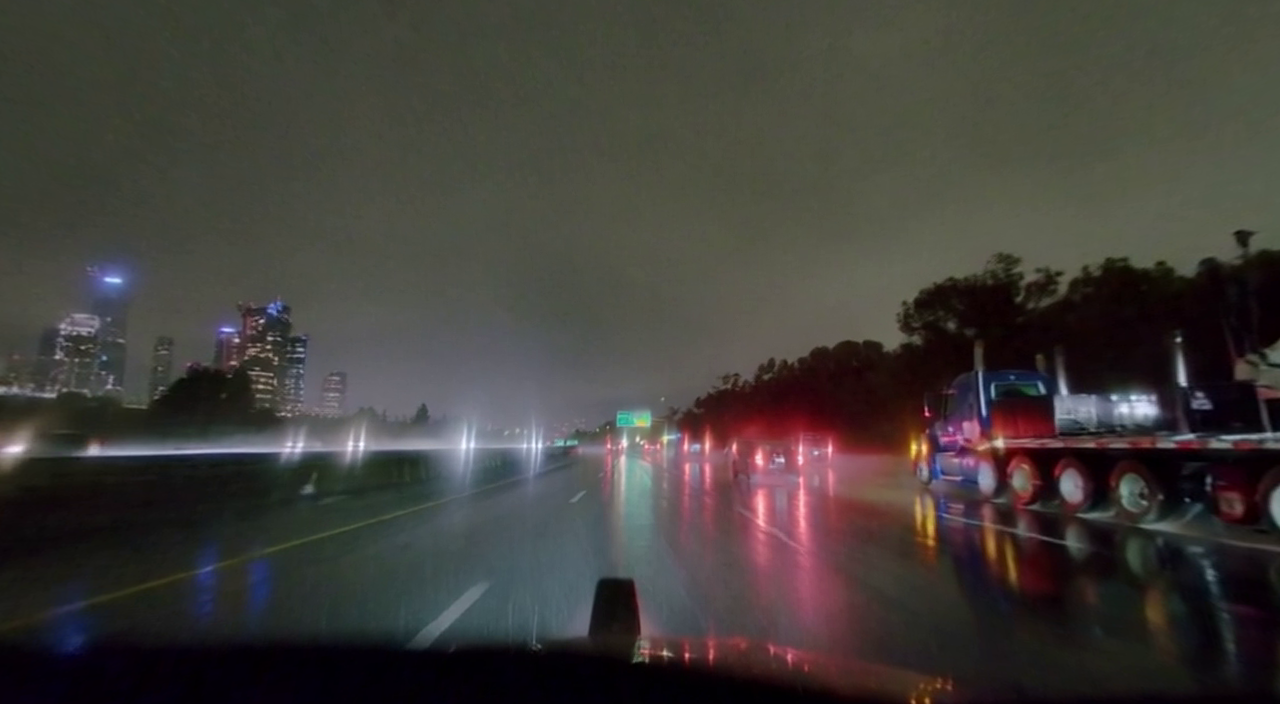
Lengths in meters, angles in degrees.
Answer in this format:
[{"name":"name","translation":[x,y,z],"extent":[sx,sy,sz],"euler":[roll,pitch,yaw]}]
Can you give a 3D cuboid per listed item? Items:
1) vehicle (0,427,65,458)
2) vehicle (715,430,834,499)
[{"name":"vehicle","translation":[-41.615,5.948,41.354],"extent":[2.396,1.899,6.013],"euler":[0,-8,-2]},{"name":"vehicle","translation":[3.692,3.183,18.340],"extent":[2.305,1.729,4.526],"euler":[0,-8,-2]}]
